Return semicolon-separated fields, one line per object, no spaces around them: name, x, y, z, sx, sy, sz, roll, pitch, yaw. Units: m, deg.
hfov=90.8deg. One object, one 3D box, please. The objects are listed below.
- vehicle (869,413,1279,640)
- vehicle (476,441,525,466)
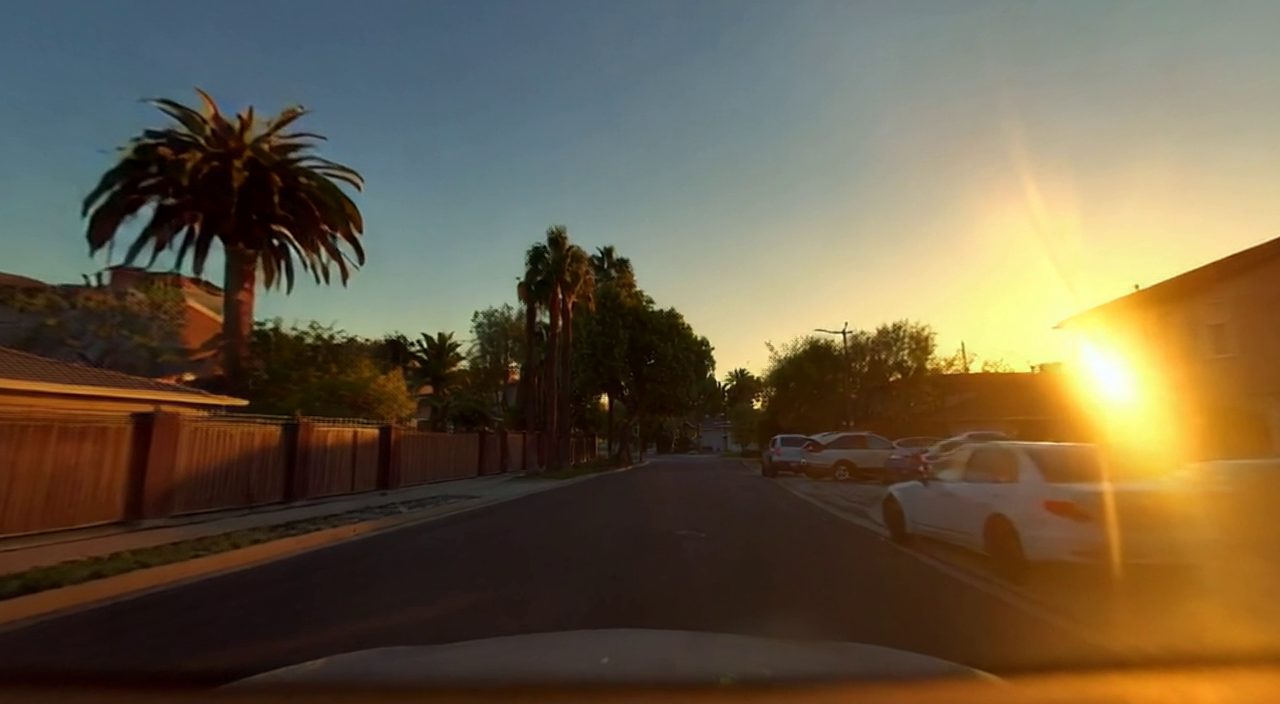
vehicle;4.448;1.640;7.037;2.051;1.676;4.497;0;-9;-1
vehicle;-10.546;7.679;48.248;1.869;1.646;4.357;2;-7;13
